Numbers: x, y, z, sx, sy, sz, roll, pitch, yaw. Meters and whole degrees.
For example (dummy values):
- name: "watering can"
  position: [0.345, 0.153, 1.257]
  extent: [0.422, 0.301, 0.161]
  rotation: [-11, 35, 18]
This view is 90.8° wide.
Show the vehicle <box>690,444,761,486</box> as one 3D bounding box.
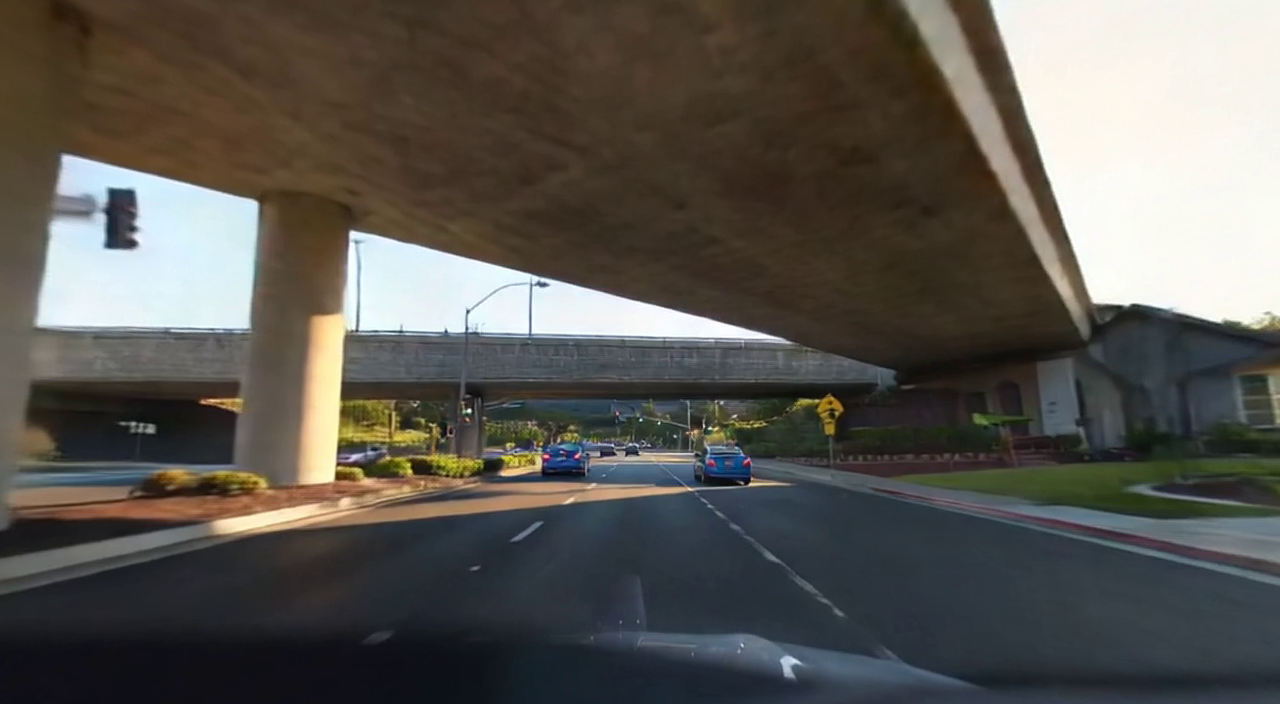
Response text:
- name: "vehicle"
  position: [3.196, 4.326, 24.567]
  extent: [2.068, 1.497, 4.247]
  rotation: [0, -8, -1]

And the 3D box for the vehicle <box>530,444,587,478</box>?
- name: "vehicle"
  position: [-3.750, 5.110, 29.963]
  extent: [2.060, 1.484, 4.417]
  rotation: [0, -8, 1]
